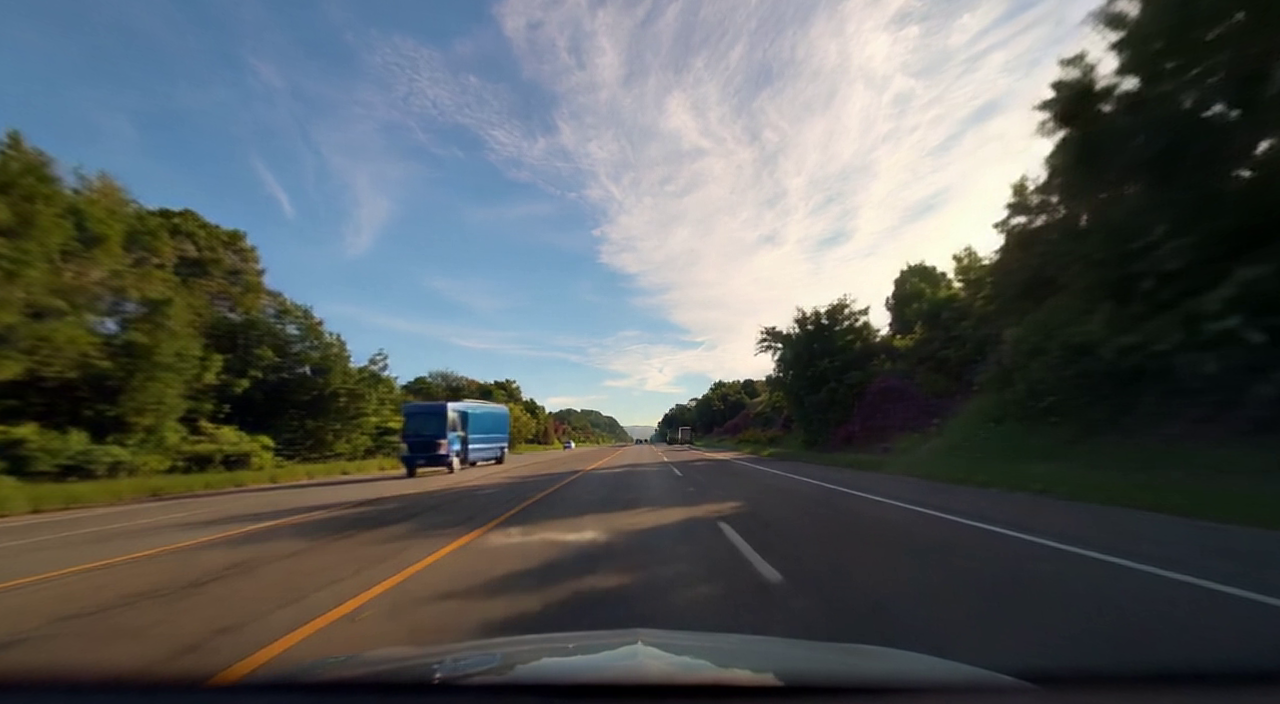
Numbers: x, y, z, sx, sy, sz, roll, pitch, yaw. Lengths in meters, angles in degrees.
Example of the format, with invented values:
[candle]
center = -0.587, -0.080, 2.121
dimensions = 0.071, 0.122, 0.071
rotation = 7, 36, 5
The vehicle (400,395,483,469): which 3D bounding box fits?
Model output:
[vehicle]
center = -11.549, 4.763, 37.263
dimensions = 3.033, 3.963, 5.845
rotation = 0, -8, -1
